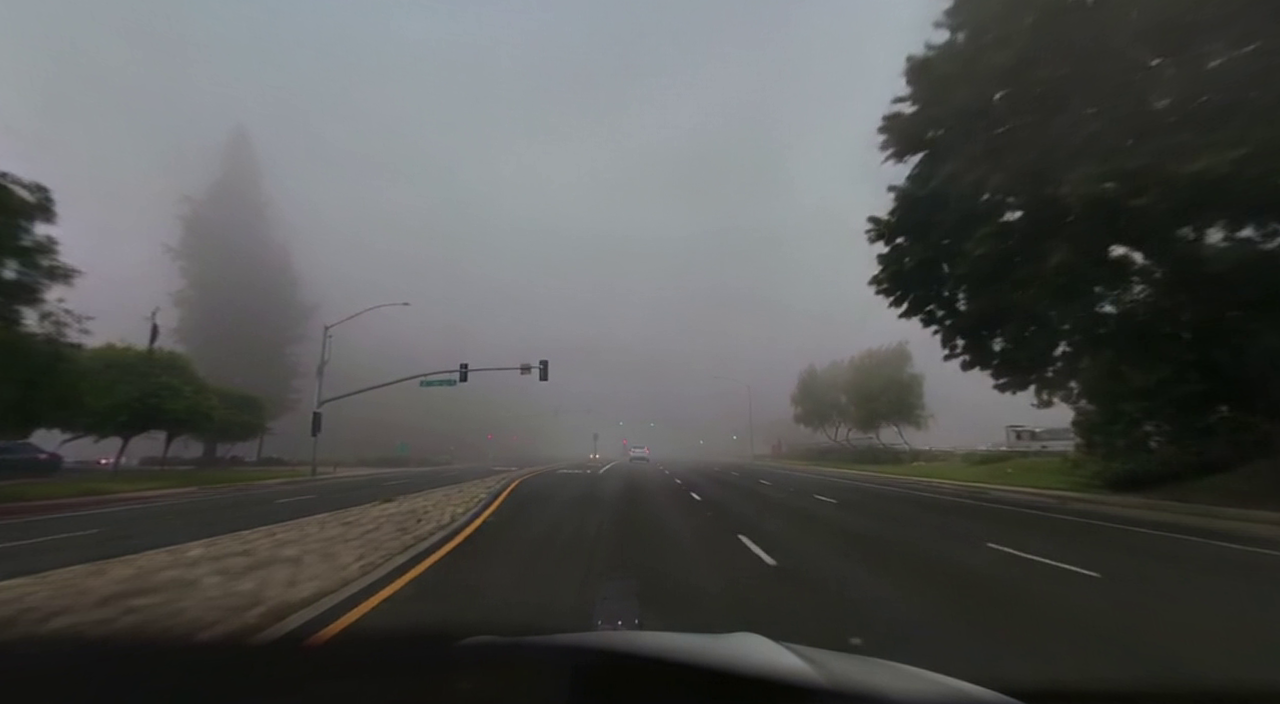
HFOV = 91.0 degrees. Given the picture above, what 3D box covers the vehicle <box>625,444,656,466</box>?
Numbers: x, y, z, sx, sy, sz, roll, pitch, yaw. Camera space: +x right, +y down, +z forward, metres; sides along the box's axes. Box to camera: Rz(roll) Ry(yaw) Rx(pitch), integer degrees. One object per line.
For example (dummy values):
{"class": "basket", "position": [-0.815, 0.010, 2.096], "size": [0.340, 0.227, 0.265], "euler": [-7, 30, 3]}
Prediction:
{"class": "vehicle", "position": [0.062, 7.314, 44.716], "size": [2.064, 1.477, 3.968], "euler": [0, -9, 1]}
